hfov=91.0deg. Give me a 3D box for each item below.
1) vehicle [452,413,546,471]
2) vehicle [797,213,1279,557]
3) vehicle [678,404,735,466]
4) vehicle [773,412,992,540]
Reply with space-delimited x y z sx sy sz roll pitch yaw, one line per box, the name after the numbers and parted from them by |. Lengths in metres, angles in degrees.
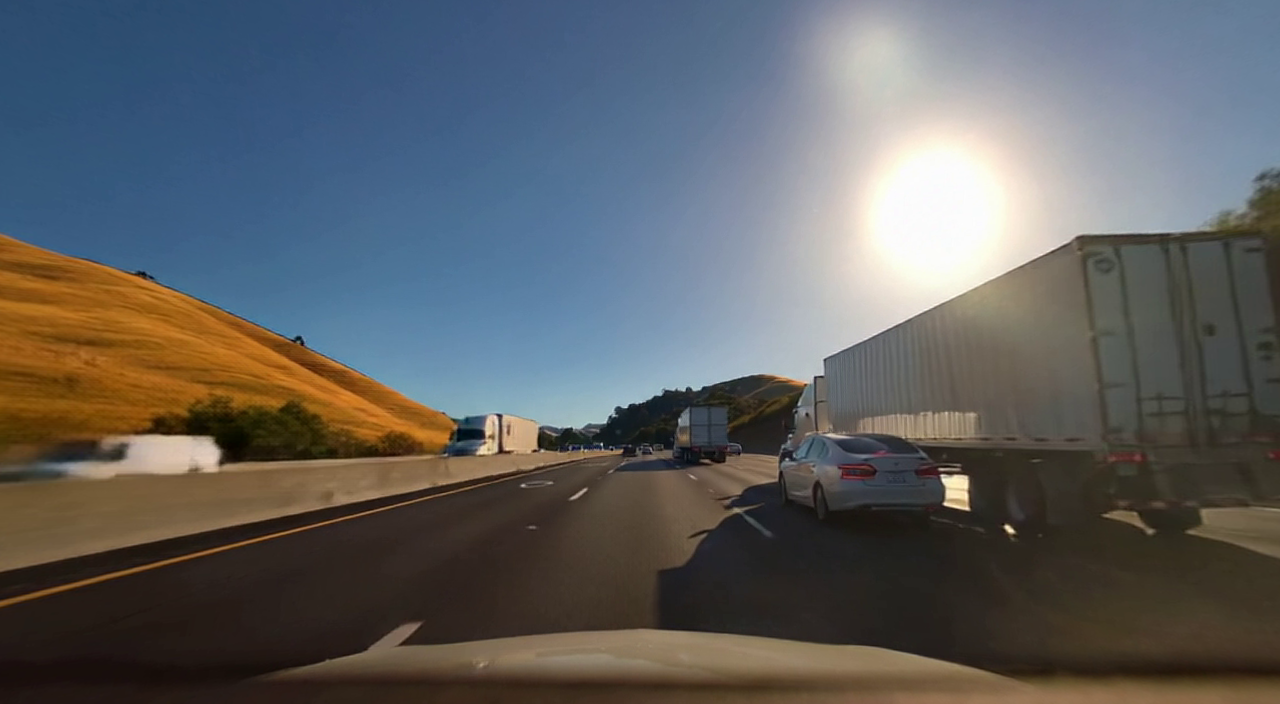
-8.913 6.049 42.045 3.049 3.230 13.174 0 -9 1 | vehicle
7.349 1.535 15.659 2.947 4.199 16.175 0 -9 1 | vehicle
4.670 6.216 46.444 3.049 3.968 10.706 0 -9 0 | vehicle
3.790 2.024 10.829 2.055 1.737 4.224 0 -9 0 | vehicle
